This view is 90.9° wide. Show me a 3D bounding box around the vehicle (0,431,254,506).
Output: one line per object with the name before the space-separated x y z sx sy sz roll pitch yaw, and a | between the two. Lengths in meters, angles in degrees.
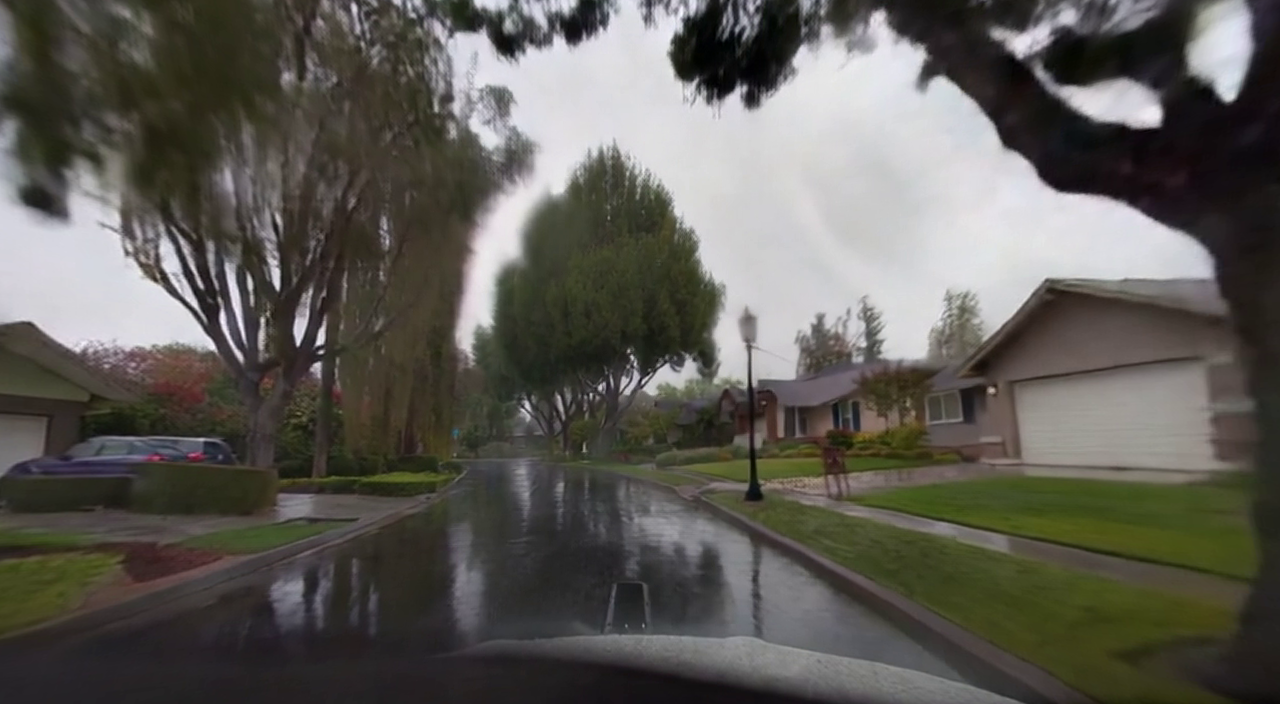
vehicle | -12.056 2.717 14.966 4.471 1.638 1.877 0 -8 -1
